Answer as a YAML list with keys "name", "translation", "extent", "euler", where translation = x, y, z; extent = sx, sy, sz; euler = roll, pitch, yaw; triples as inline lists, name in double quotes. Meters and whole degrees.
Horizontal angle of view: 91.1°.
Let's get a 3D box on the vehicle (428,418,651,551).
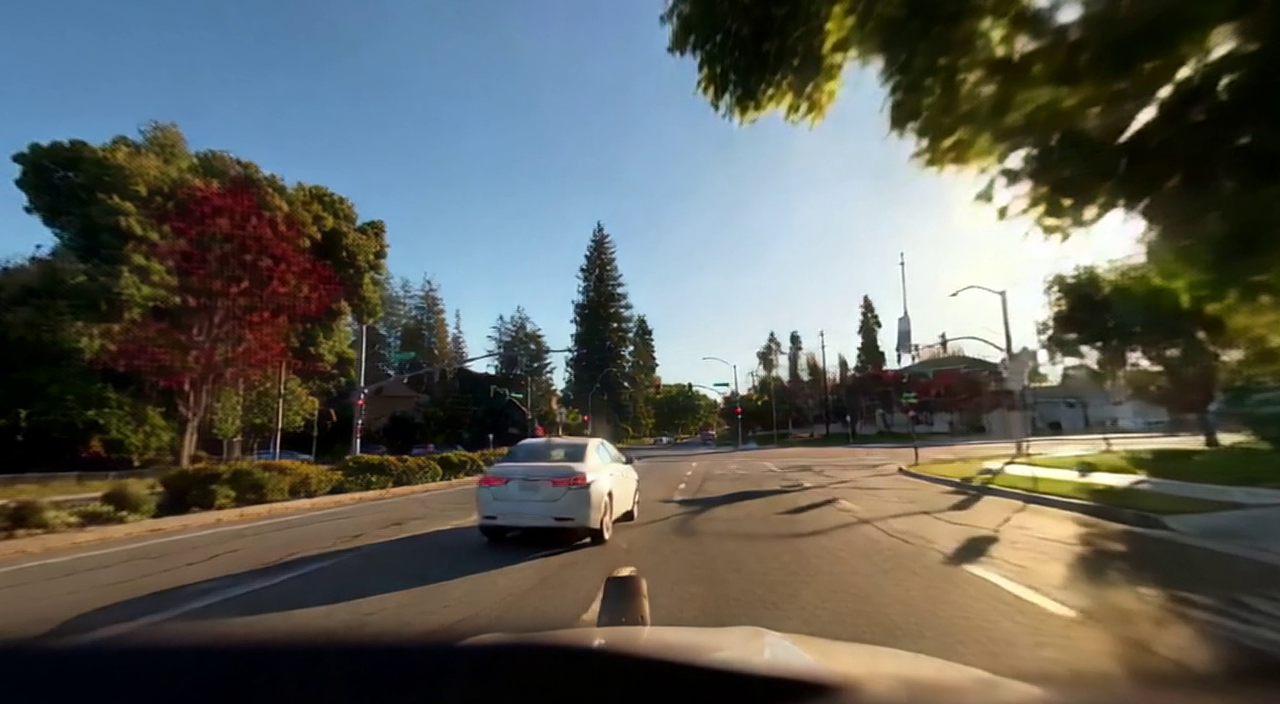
- name: "vehicle"
  translation: [-1.196, 1.945, 10.069]
  extent: [2.139, 1.564, 4.901]
  euler: [-1, -8, 8]
